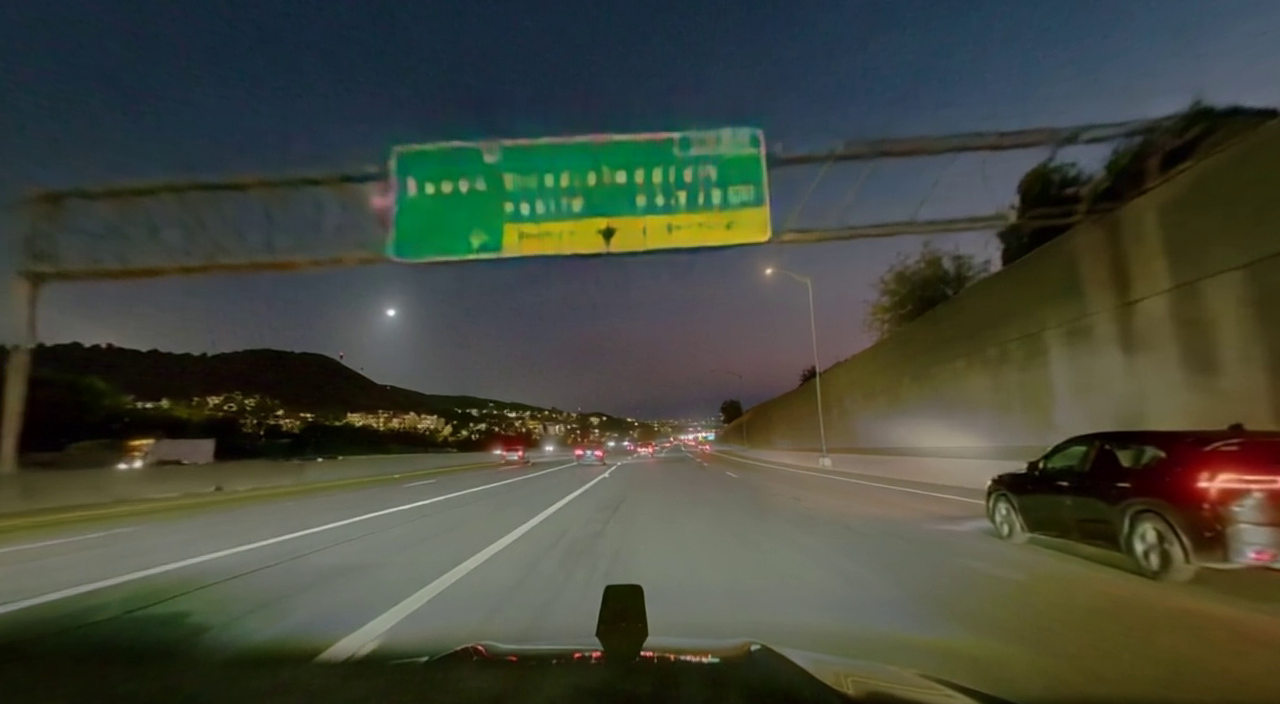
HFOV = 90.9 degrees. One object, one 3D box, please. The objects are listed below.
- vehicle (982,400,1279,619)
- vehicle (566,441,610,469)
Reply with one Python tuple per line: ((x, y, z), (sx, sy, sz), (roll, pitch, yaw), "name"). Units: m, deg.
((5.994, 1.492, 6.842), (2.122, 1.646, 4.491), (-1, -8, 2), "vehicle")
((-3.503, 7.056, 43.504), (2.172, 1.824, 5.031), (-1, -8, 5), "vehicle")
